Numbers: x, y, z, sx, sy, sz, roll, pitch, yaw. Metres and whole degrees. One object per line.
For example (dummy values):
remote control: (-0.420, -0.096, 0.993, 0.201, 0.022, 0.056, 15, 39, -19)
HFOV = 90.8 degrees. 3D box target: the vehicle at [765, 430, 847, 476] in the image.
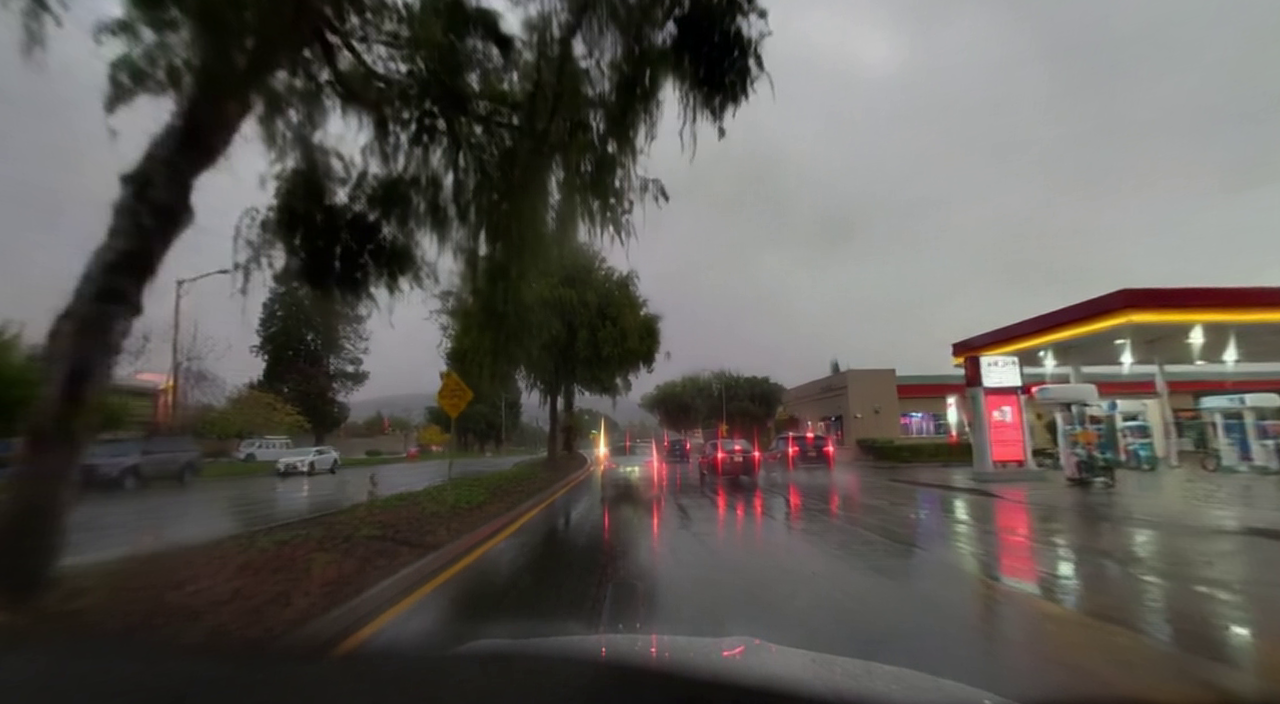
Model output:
vehicle: (6.952, 4.303, 27.088, 2.117, 1.757, 4.969, 0, -8, -1)

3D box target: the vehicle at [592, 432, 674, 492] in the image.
vehicle: (-0.166, 3.053, 17.876, 2.052, 1.488, 3.779, 0, -8, 0)

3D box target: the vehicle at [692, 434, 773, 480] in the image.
vehicle: (3.215, 3.788, 22.991, 2.124, 1.476, 4.730, 0, -8, -1)

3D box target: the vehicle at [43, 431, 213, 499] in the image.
vehicle: (-19.073, 4.138, 23.999, 2.222, 2.141, 5.390, -1, -6, -3)

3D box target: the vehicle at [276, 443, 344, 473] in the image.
vehicle: (-19.467, 6.254, 37.483, 1.903, 1.706, 3.994, 0, -8, -1)

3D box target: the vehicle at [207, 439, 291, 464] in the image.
vehicle: (-28.348, 7.203, 45.854, 4.699, 1.775, 2.007, 0, -8, 0)
